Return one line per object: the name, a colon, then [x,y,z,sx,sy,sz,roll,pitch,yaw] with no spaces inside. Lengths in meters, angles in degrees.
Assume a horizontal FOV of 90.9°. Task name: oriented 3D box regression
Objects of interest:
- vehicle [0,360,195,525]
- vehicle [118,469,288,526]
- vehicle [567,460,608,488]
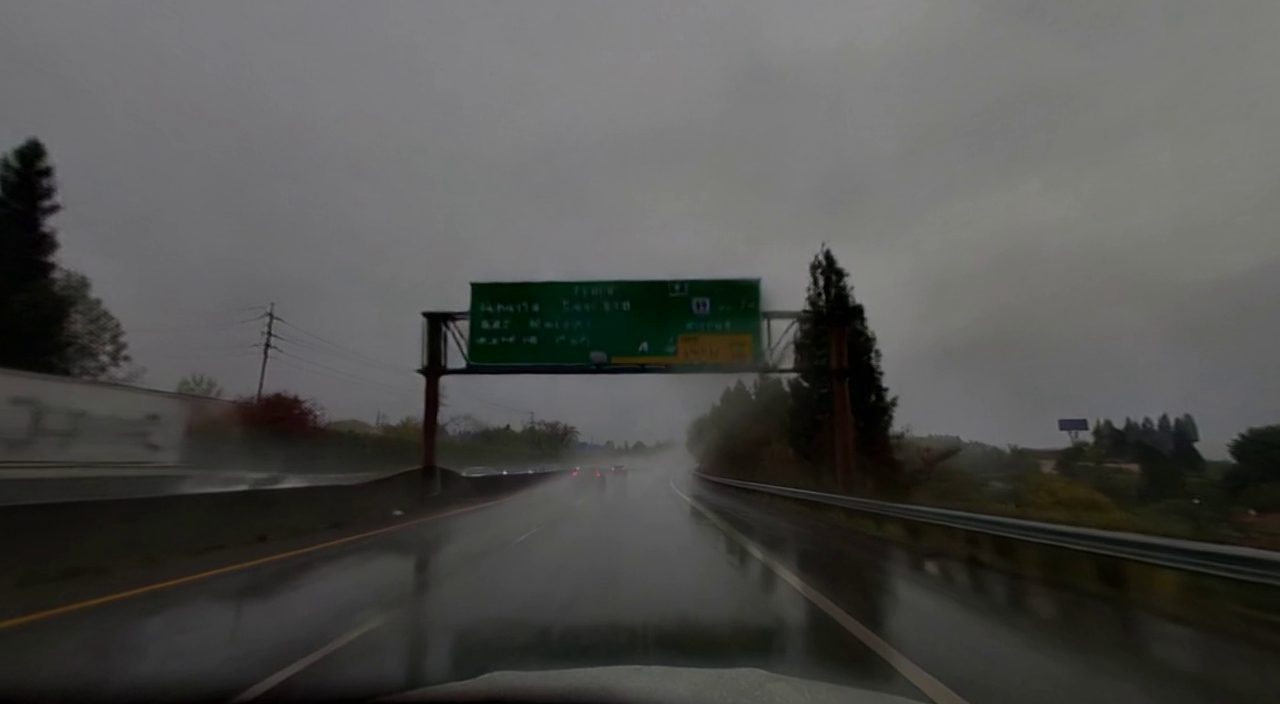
vehicle: [-17.329,2.693,18.174,2.842,4.039,7.958,1,-11,1]
vehicle: [-12.601,4.195,18.599,1.860,1.444,4.291,1,-11,1]
vehicle: [-3.451,8.166,42.242,2.160,1.721,4.368,1,-11,2]
